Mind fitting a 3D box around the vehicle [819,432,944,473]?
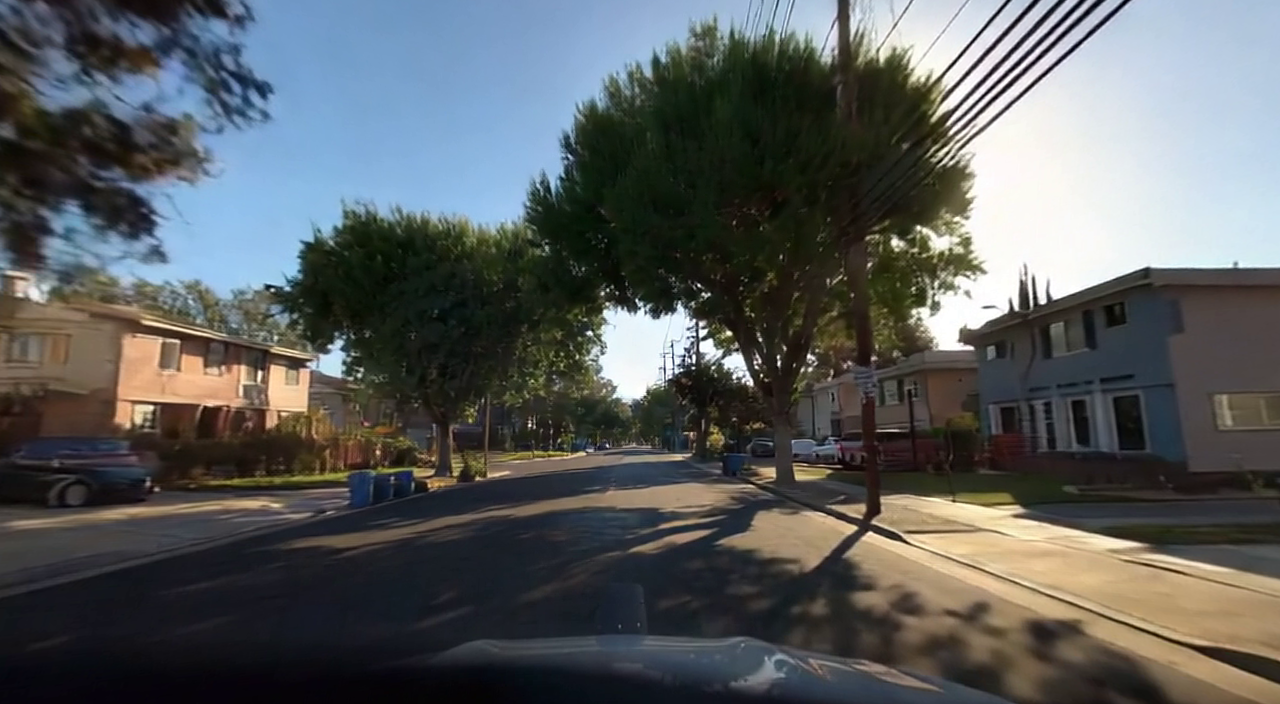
[{"bbox_3d":[10.924,4.583,28.891,4.902,1.794,1.975,-1,-9,4],"label":"vehicle"}]
